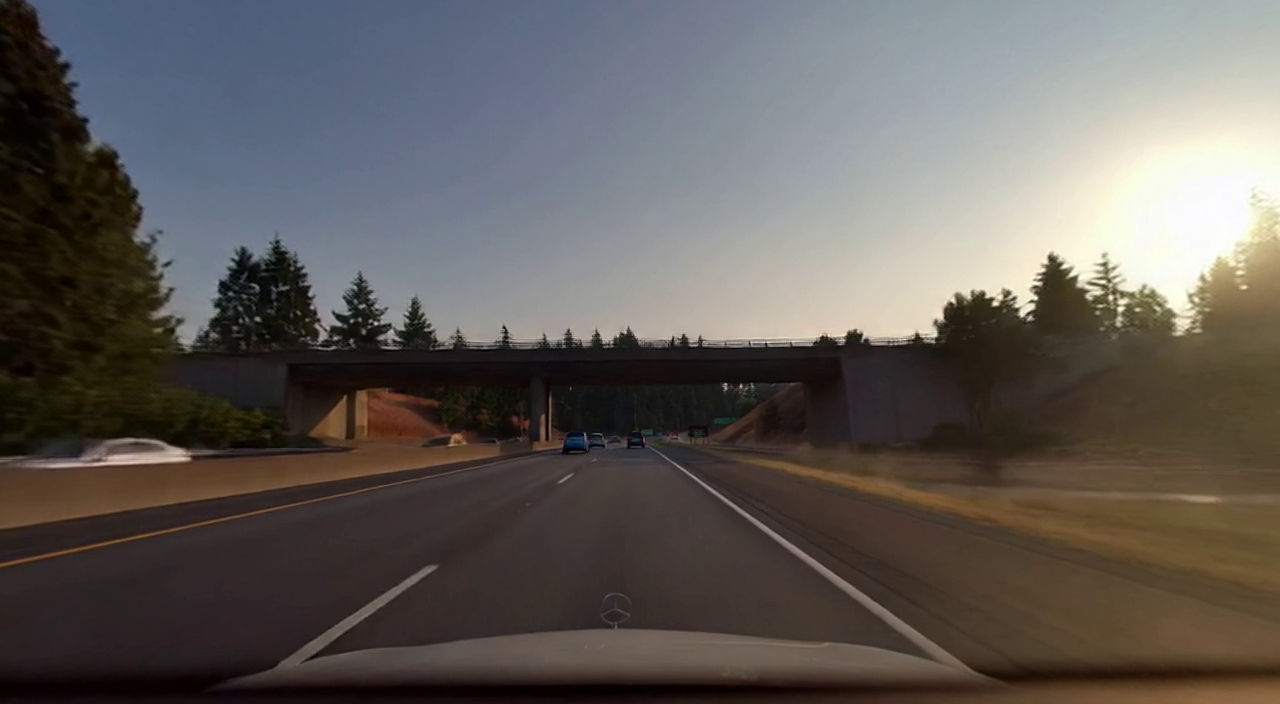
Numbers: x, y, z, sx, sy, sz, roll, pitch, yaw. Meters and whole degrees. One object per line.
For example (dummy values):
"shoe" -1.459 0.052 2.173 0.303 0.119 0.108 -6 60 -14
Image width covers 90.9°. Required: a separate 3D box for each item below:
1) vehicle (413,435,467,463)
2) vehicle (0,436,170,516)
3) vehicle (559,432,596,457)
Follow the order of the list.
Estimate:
"vehicle" -12.901 6.291 40.927 1.877 1.696 5.004 0 -8 0
"vehicle" -12.416 2.545 13.470 1.725 1.446 3.914 0 -8 -1
"vehicle" -4.266 6.398 43.673 2.169 1.588 4.264 0 -8 0
